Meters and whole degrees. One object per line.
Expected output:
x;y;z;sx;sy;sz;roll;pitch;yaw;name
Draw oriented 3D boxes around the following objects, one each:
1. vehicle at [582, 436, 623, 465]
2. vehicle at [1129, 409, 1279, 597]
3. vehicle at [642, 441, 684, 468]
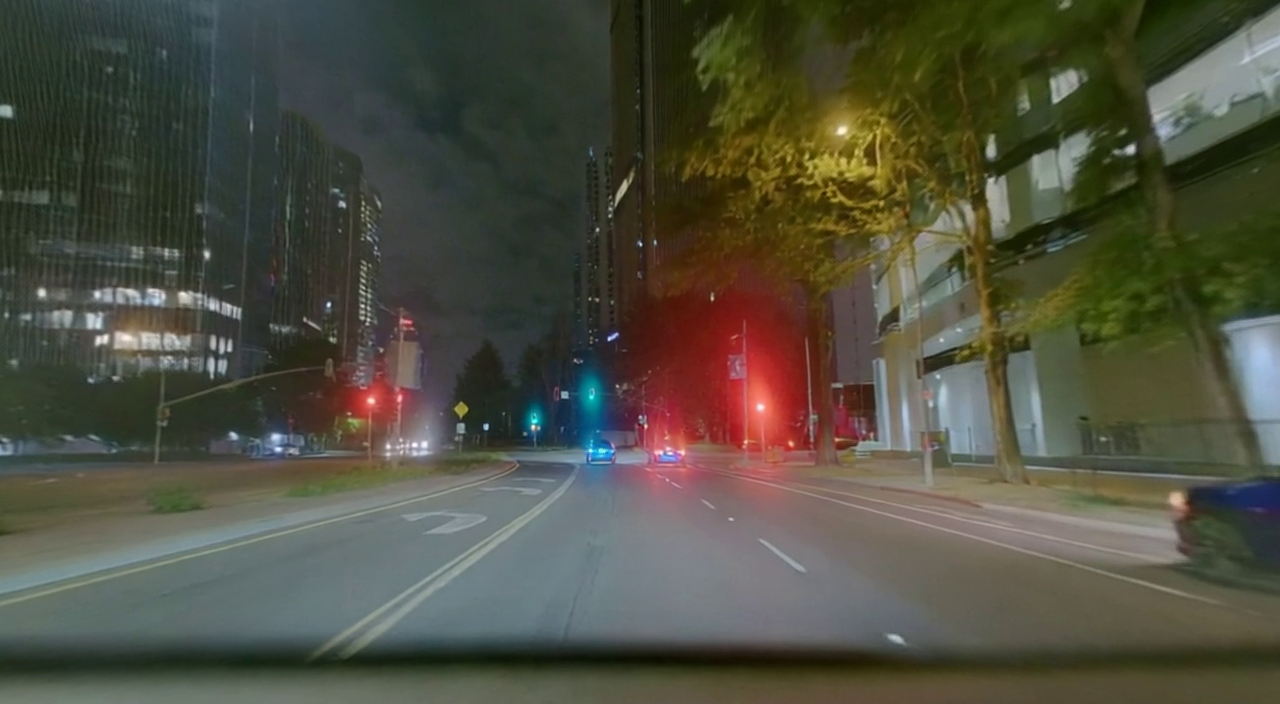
-2.447;6.274;40.156;2.317;1.713;4.231;1;-9;-7;vehicle
6.659;1.216;4.760;2.042;1.635;4.858;0;-9;0;vehicle
1.325;6.201;38.325;1.918;1.479;4.468;1;-9;-5;vehicle
